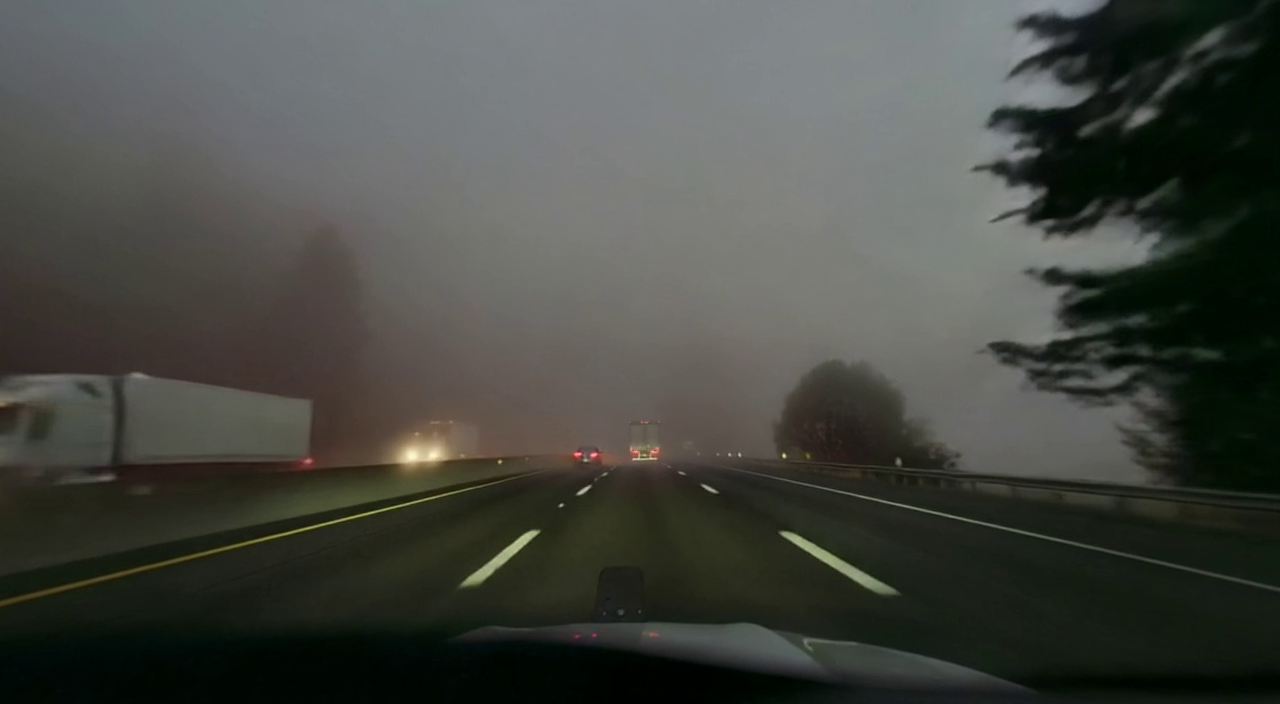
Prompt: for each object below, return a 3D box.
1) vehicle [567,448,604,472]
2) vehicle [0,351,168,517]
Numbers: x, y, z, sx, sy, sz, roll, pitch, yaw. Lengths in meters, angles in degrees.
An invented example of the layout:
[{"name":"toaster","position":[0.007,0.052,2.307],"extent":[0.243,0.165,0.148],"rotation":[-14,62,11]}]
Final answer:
[{"name":"vehicle","position":[-3.423,6.887,40.348],"extent":[1.955,1.438,4.100],"rotation":[0,-9,0]},{"name":"vehicle","position":[-16.607,2.274,17.037],"extent":[2.942,3.882,5.832],"rotation":[0,-9,0]}]
